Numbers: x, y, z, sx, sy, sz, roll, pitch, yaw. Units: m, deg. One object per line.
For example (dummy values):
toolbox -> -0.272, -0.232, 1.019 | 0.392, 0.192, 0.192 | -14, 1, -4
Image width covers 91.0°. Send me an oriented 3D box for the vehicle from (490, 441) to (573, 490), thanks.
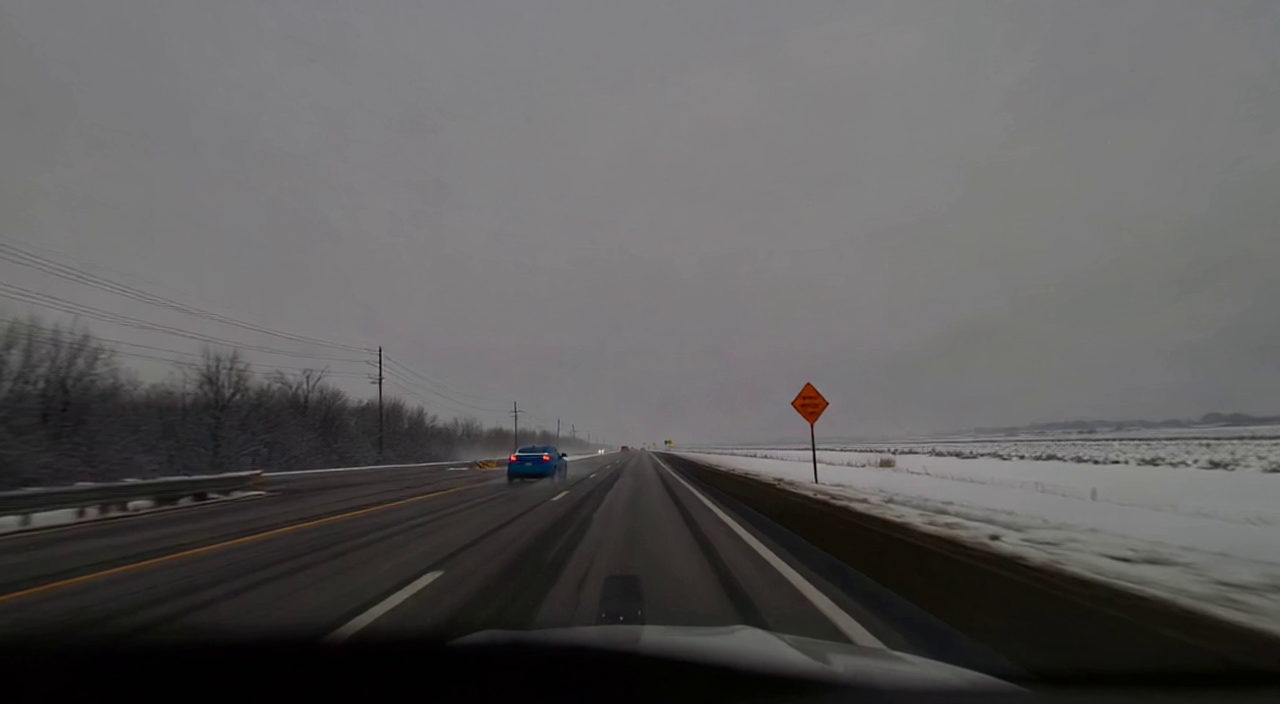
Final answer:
vehicle -> -3.769, 4.026, 22.659 | 2.106, 1.543, 4.465 | 0, -9, 1
